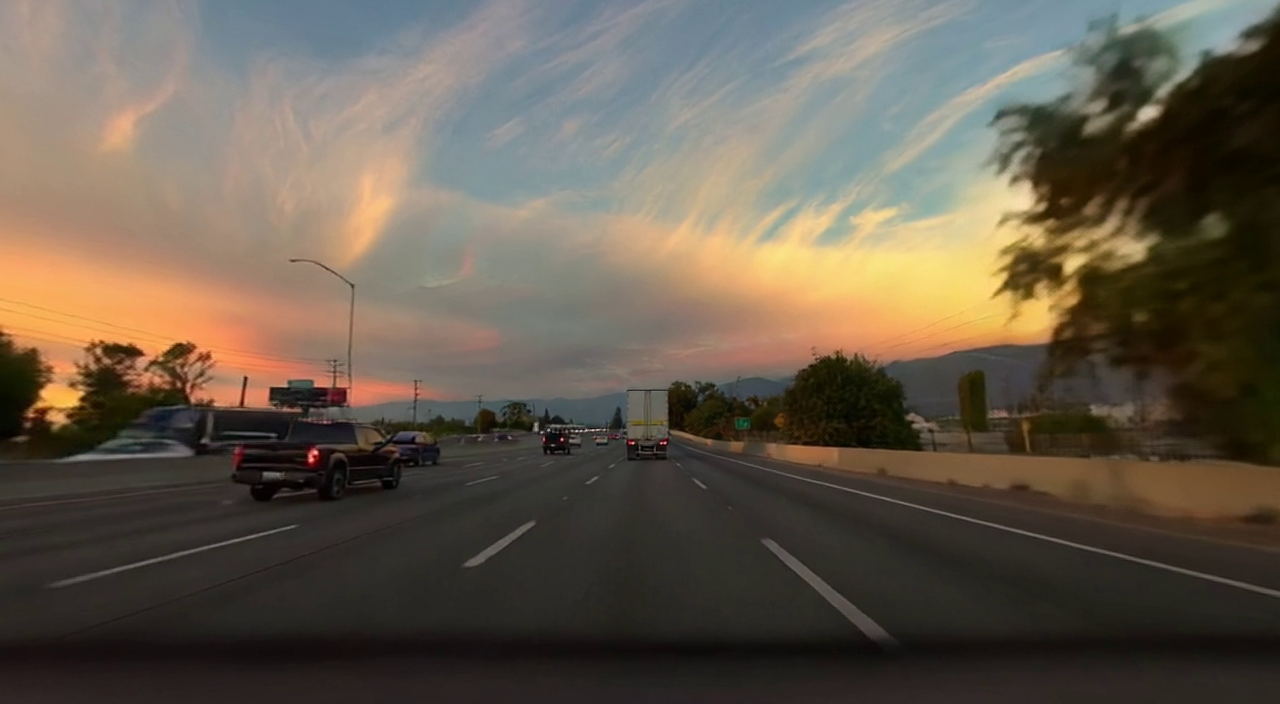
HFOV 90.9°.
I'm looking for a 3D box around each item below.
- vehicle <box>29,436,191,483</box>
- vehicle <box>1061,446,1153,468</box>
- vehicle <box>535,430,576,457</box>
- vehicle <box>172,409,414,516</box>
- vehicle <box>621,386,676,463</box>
[{"bbox_3d":[-17.933,3.634,21.660,1.911,1.440,4.191,0,-8,0],"label":"vehicle"},{"bbox_3d":[33.486,7.534,45.347,1.757,1.437,4.897,5,-10,-34],"label":"vehicle"},{"bbox_3d":[-6.430,7.041,48.765,2.263,1.936,5.802,0,-8,1],"label":"vehicle"},{"bbox_3d":[-7.049,2.319,13.759,2.197,1.847,5.364,0,-8,0],"label":"vehicle"},{"bbox_3d":[0.633,4.585,38.557,2.879,4.027,11.243,-1,-8,2],"label":"vehicle"}]
